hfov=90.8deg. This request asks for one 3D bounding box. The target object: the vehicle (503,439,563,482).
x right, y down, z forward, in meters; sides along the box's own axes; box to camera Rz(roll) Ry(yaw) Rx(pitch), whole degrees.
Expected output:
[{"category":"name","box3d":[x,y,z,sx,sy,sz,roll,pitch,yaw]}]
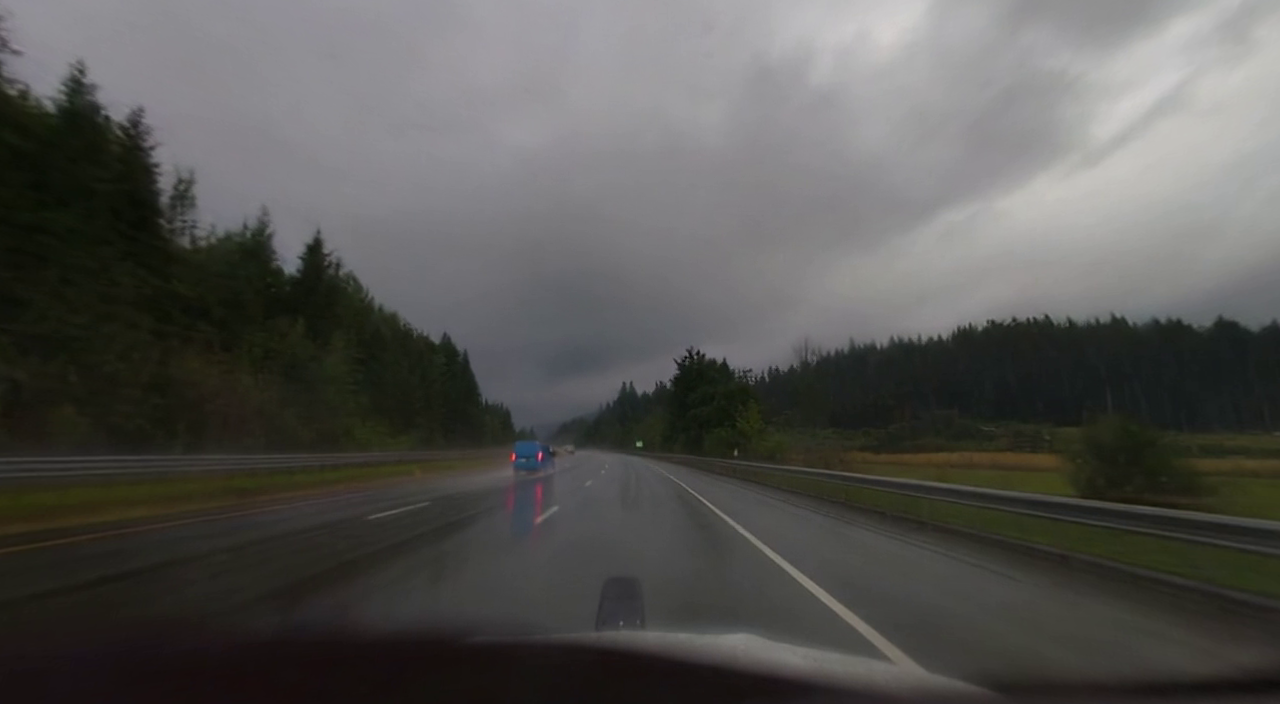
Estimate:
[{"category":"vehicle","box3d":[-5.461,5.605,32.883,2.197,2.038,4.919,0,-9,0]}]
